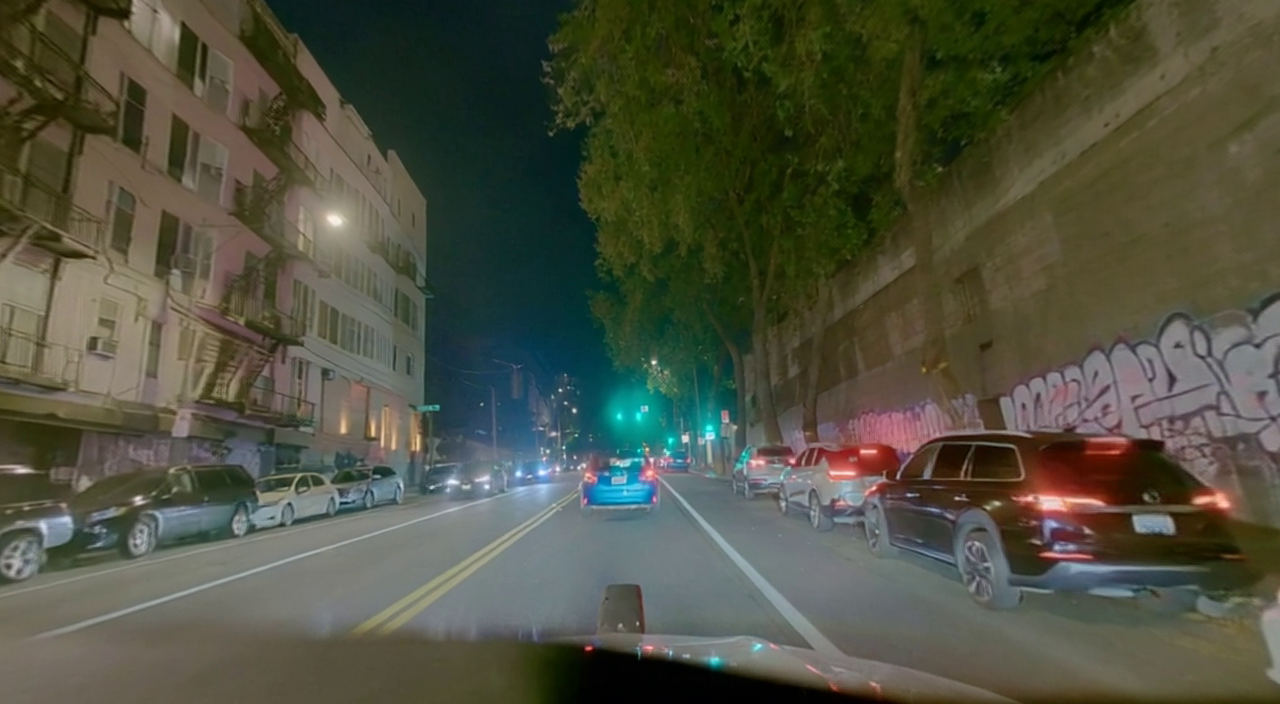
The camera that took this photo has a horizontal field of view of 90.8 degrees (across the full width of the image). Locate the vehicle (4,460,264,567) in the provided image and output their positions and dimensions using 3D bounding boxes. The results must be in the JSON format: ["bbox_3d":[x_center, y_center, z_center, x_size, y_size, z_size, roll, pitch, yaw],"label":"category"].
[{"bbox_3d":[-10.923,3.440,14.234,2.276,1.741,4.439,-4,-8,-1],"label":"vehicle"}]

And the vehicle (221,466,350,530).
[{"bbox_3d":[-10.956,4.492,19.924,1.741,1.506,4.370,-4,-8,-3],"label":"vehicle"}]

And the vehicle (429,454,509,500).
[{"bbox_3d":[-6.615,4.858,24.929,1.906,1.445,4.490,-4,-8,0],"label":"vehicle"}]

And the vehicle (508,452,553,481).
[{"bbox_3d":[-7.023,7.412,41.121,2.147,1.747,4.409,0,-8,0],"label":"vehicle"}]

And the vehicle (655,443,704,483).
[{"bbox_3d":[1.820,5.296,30.420,2.207,1.761,4.292,0,-8,1],"label":"vehicle"}]

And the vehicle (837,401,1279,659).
[{"bbox_3d":[4.217,1.647,7.190,2.097,1.811,5.230,0,-8,-2],"label":"vehicle"}]

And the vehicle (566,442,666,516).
[{"bbox_3d":[-0.529,3.082,15.907,2.166,1.579,4.300,0,-8,0],"label":"vehicle"}]

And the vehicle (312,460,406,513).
[{"bbox_3d":[-11.067,5.259,25.199,1.822,1.639,4.144,-6,-8,0],"label":"vehicle"}]
